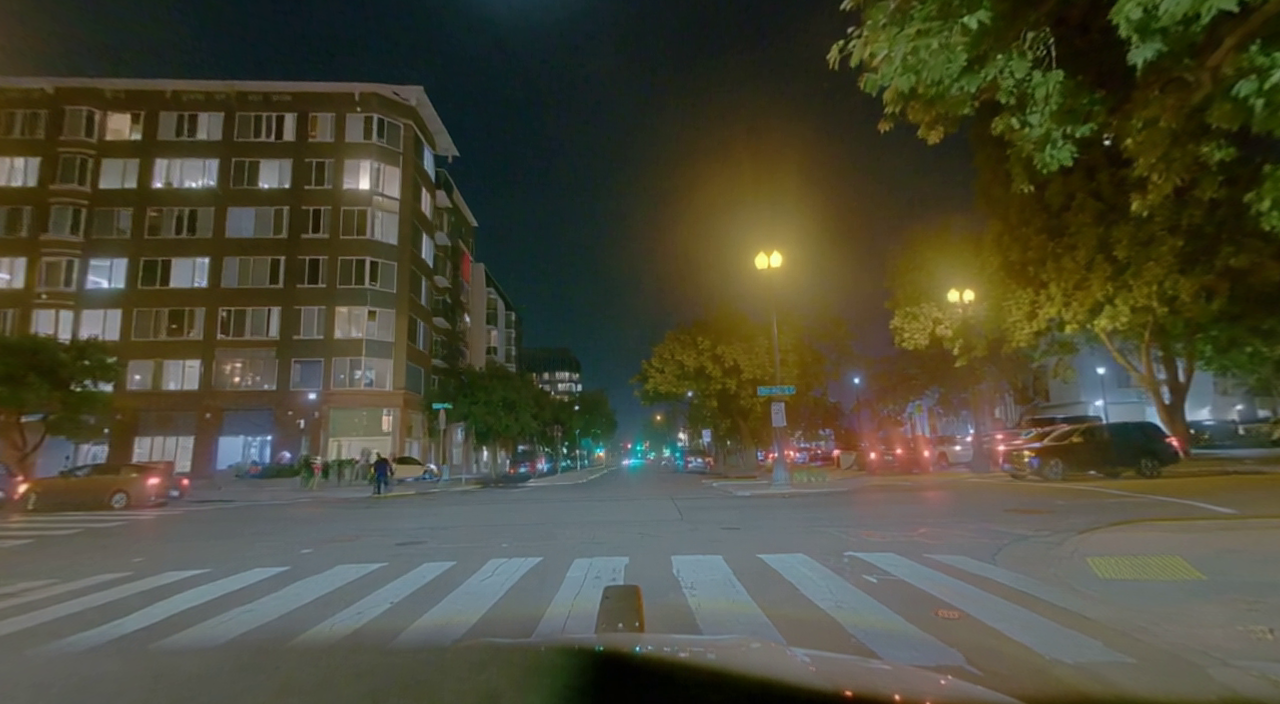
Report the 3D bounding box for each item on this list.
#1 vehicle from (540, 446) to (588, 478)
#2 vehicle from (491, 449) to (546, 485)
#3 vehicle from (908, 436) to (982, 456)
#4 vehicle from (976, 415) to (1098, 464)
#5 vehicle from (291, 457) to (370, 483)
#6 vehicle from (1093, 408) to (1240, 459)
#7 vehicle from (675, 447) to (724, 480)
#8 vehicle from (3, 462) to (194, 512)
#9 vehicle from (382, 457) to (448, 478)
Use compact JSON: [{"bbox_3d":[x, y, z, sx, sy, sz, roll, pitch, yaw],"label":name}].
[{"bbox_3d":[-4.460,6.536,37.649,2.102,1.768,4.290,-1,-10,3],"label":"vehicle"},{"bbox_3d":[-7.616,7.249,40.247,2.193,1.814,5.061,-9,-8,0],"label":"vehicle"},{"bbox_3d":[23.014,7.084,47.767,4.528,1.475,2.070,0,-8,3],"label":"vehicle"},{"bbox_3d":[16.743,3.788,26.992,2.041,1.921,4.574,0,-9,-2],"label":"vehicle"},{"bbox_3d":[-23.225,8.882,47.471,4.844,1.836,2.117,-1,-8,4],"label":"vehicle"},{"bbox_3d":[22.304,3.529,27.140,2.137,1.962,4.988,-1,-8,3],"label":"vehicle"},{"bbox_3d":[3.298,5.986,34.227,1.942,1.603,3.785,0,-8,16],"label":"vehicle"},{"bbox_3d":[-17.315,4.316,20.368,4.439,1.448,1.793,0,-9,0],"label":"vehicle"},{"bbox_3d":[-16.793,8.645,47.357,4.203,1.544,1.889,-1,-8,2],"label":"vehicle"}]
